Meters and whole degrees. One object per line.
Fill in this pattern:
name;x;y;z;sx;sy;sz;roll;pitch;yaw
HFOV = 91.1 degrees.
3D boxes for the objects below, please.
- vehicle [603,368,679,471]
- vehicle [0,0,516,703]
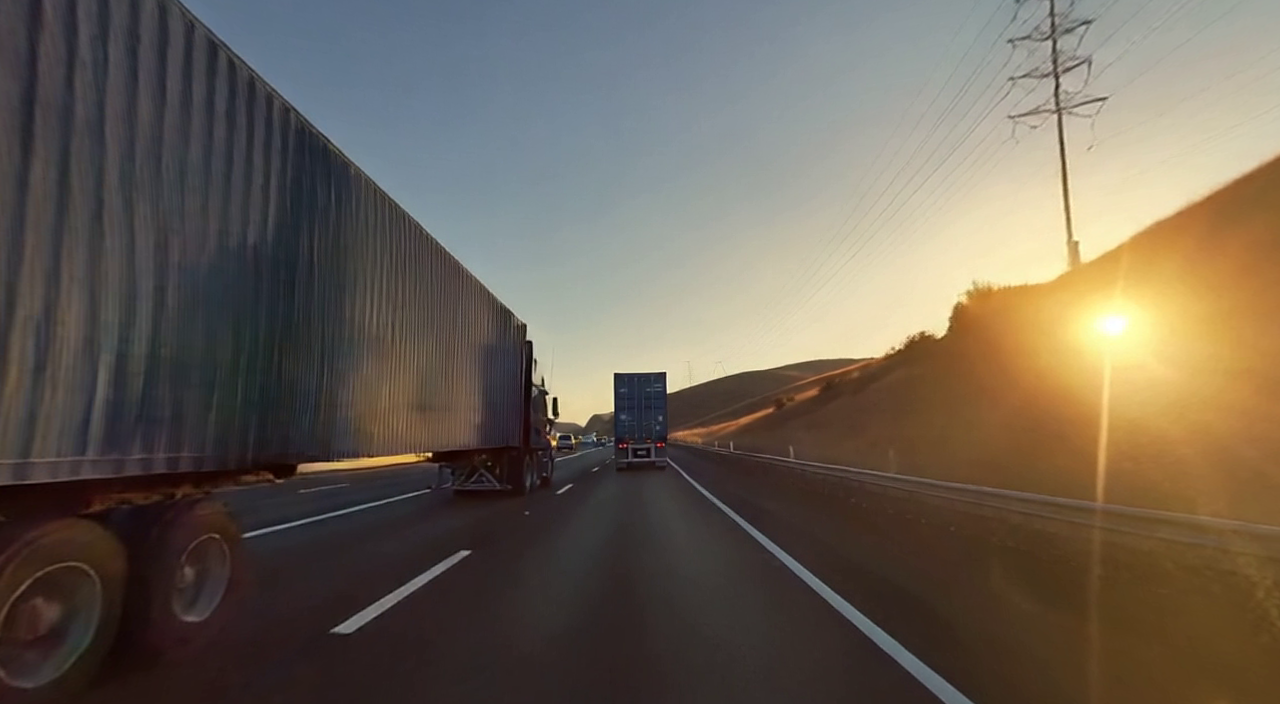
vehicle;-0.043;3.488;30.867;3.006;4.120;11.586;0;-8;-1
vehicle;-4.127;0.024;5.504;3.065;4.105;13.706;0;-8;1
